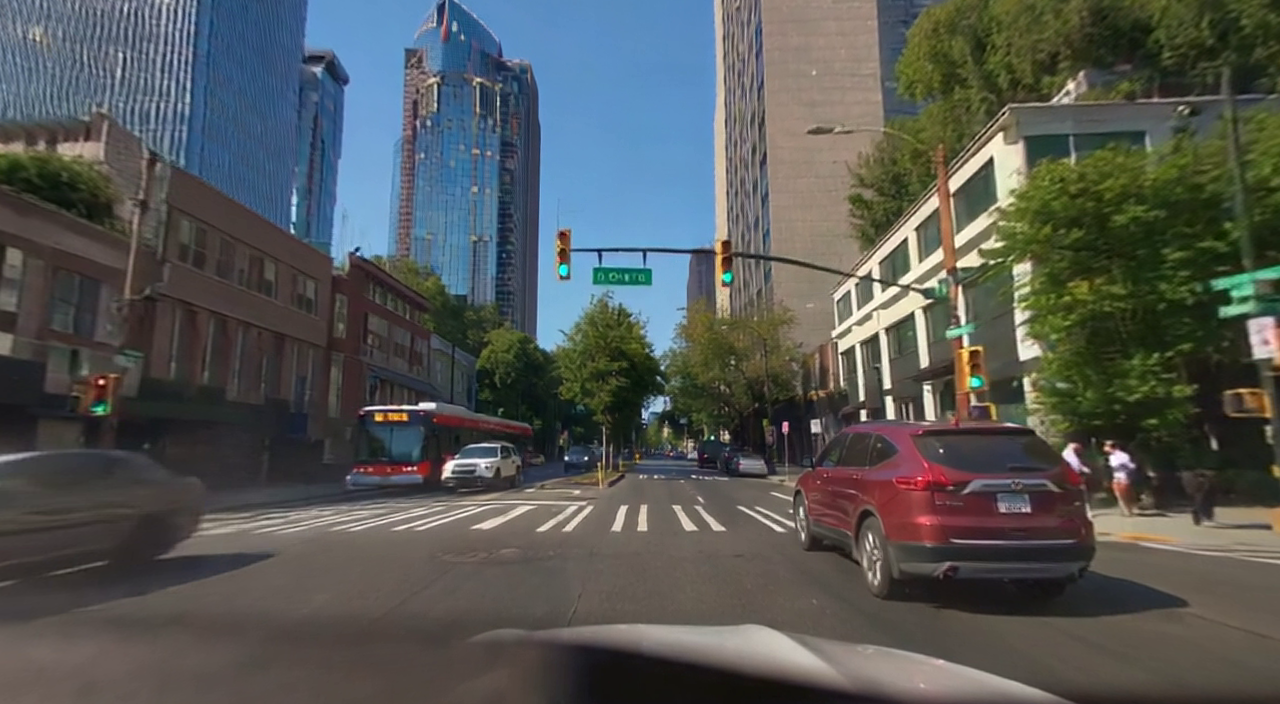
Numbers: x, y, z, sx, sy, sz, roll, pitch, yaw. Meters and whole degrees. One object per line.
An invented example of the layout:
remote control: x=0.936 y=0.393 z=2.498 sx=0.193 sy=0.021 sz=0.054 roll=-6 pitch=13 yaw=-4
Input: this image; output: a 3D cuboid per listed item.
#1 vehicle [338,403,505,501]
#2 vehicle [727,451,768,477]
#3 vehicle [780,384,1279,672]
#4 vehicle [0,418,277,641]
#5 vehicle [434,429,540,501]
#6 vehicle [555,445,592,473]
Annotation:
vehicle: x=-8.734 y=4.260 z=27.198 sx=3.318 sy=3.359 sz=10.406 roll=0 pitch=-9 yaw=1
vehicle: x=7.071 y=7.439 z=42.000 sx=1.962 sy=1.617 sz=4.325 roll=0 pitch=-9 yaw=0
vehicle: x=3.239 y=1.548 z=6.865 sx=2.118 sy=1.848 sz=5.426 roll=0 pitch=-9 yaw=-1
vehicle: x=-5.660 y=1.489 z=5.883 sx=1.997 sy=1.610 sz=4.144 roll=0 pitch=-9 yaw=1
vehicle: x=-5.152 y=3.904 z=22.161 sx=2.304 sy=2.208 sz=5.200 roll=0 pitch=-9 yaw=1
vehicle: x=-4.677 y=7.613 z=45.014 sx=2.030 sy=1.881 sz=4.994 roll=0 pitch=-9 yaw=1
